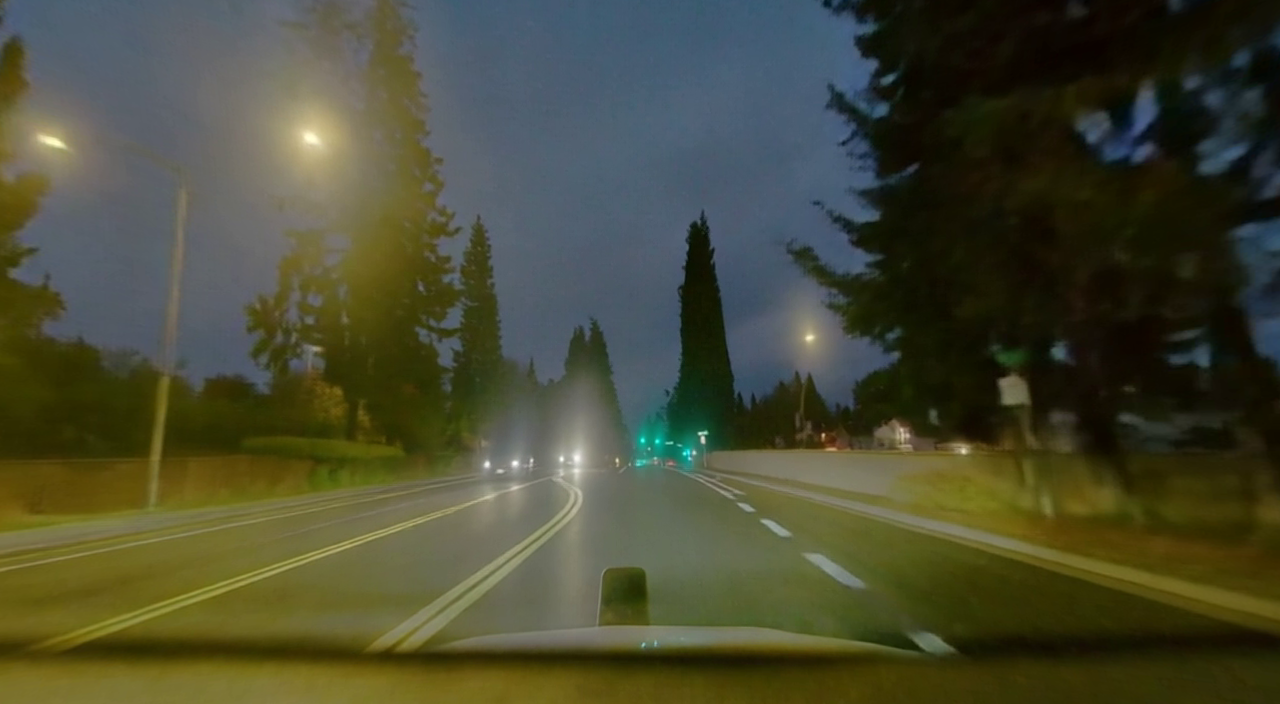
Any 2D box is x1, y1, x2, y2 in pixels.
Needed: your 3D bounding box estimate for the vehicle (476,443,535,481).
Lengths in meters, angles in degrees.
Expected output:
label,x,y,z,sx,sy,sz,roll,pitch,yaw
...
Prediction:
label,x,y,z,sx,sy,sz,roll,pitch,yaw
vehicle,-6.368,5.245,30.289,1.972,1.684,4.144,0,-8,-1
